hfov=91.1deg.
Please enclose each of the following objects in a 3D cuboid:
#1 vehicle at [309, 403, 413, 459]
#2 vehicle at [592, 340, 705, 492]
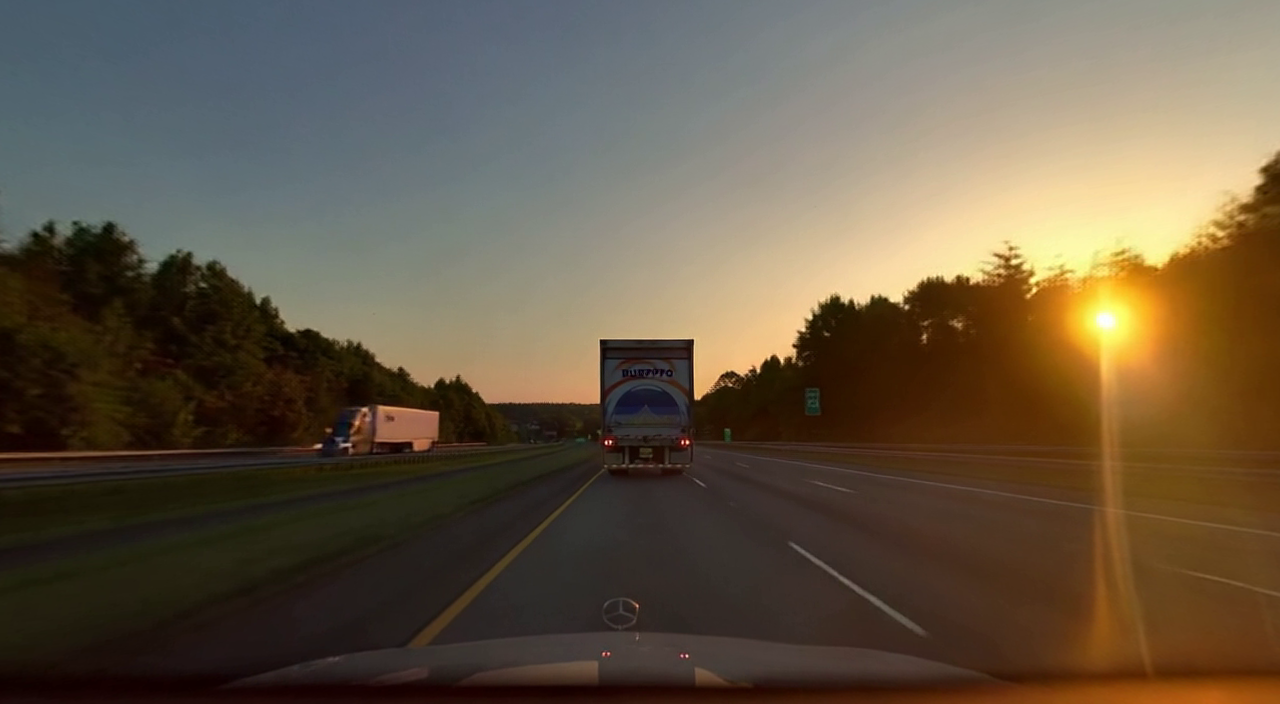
[{"bbox_3d":[-15.339,4.441,35.207,2.644,2.823,6.810,0,-8,0],"label":"vehicle"},{"bbox_3d":[0.132,2.200,20.553,2.870,3.911,8.697,0,-8,-1],"label":"vehicle"}]
